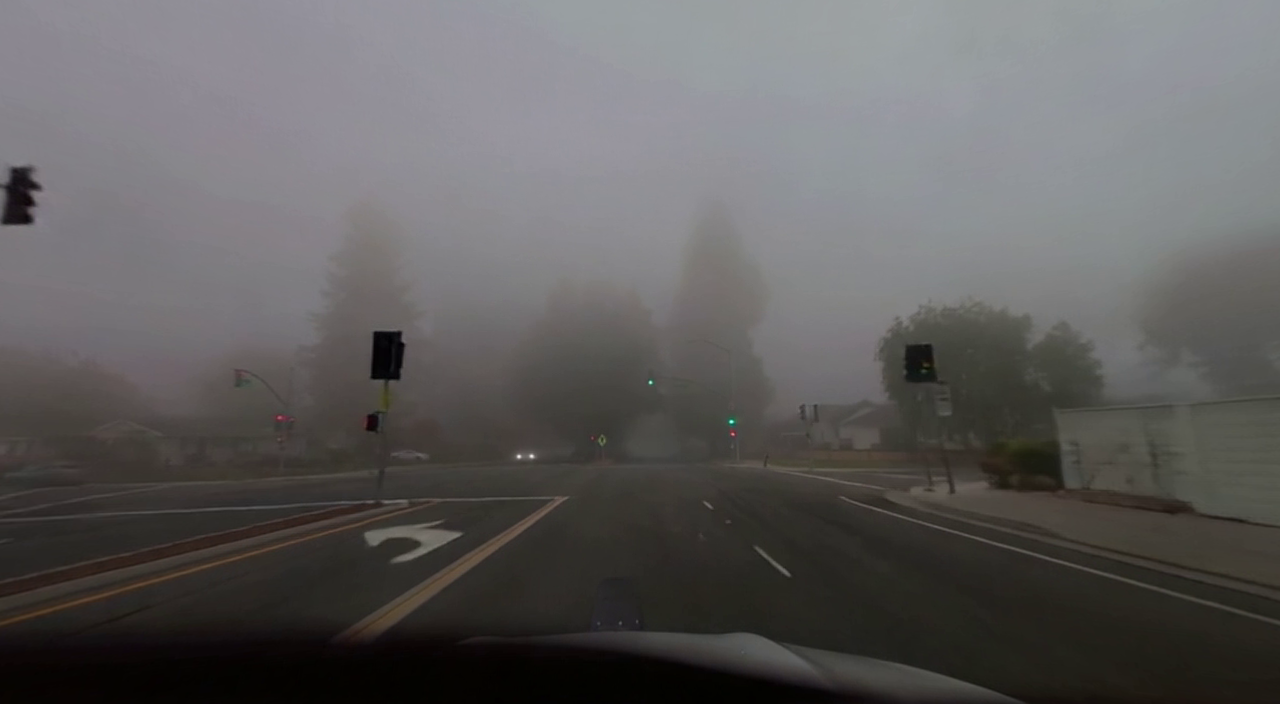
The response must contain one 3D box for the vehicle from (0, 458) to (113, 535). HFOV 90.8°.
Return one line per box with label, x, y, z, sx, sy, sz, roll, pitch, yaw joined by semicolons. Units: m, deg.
vehicle;-14.631;3.251;14.662;2.018;1.500;4.433;2;-9;-17
